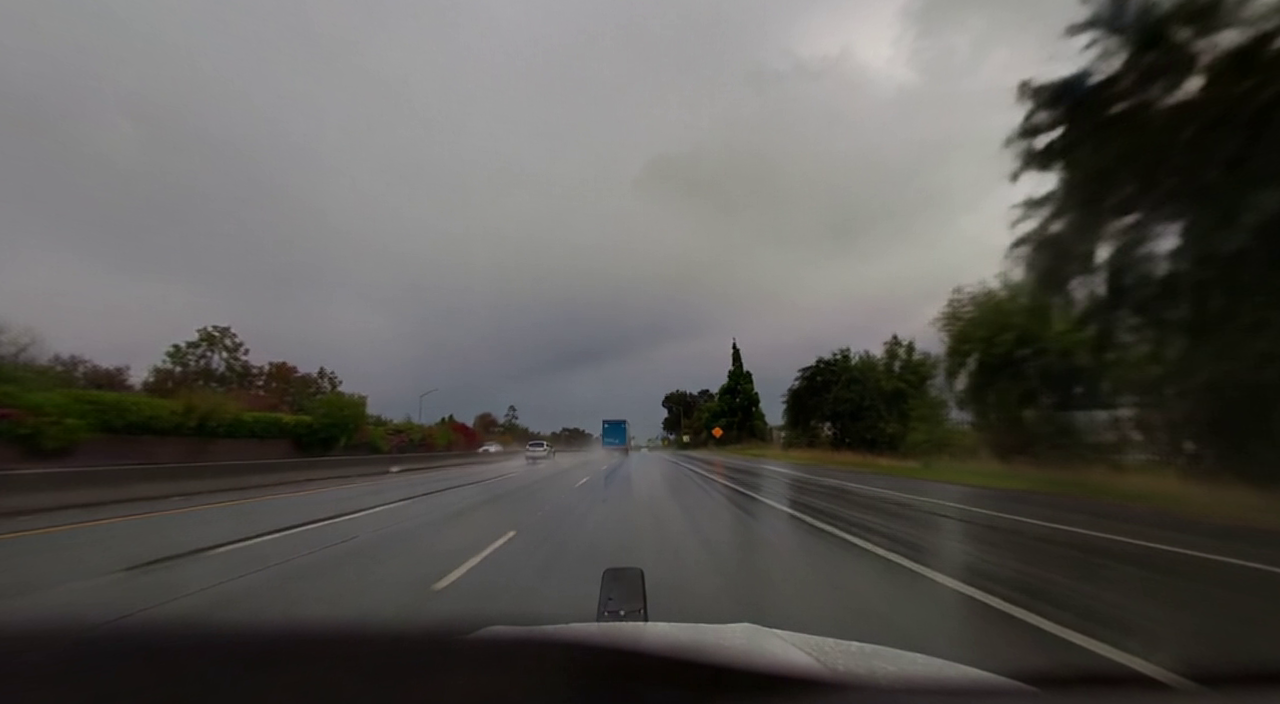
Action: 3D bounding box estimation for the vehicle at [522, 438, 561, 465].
[{"bbox_3d":[-7.065,7.146,45.586,2.043,1.828,4.436,0,-8,1],"label":"vehicle"}]
